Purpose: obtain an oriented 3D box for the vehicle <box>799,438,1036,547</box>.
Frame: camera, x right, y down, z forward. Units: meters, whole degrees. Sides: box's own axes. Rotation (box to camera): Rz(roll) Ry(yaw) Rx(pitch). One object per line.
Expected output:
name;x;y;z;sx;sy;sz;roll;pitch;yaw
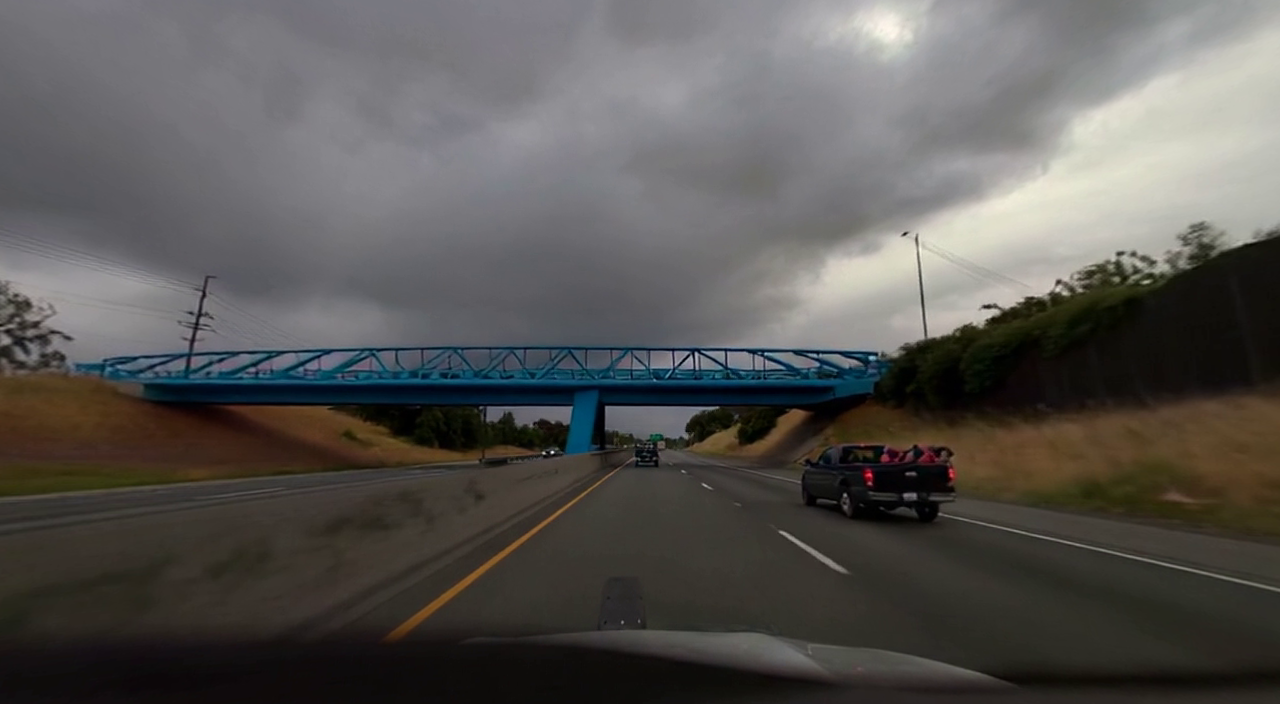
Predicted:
vehicle;4.539;2.367;11.387;1.988;1.505;4.958;0;-9;0
